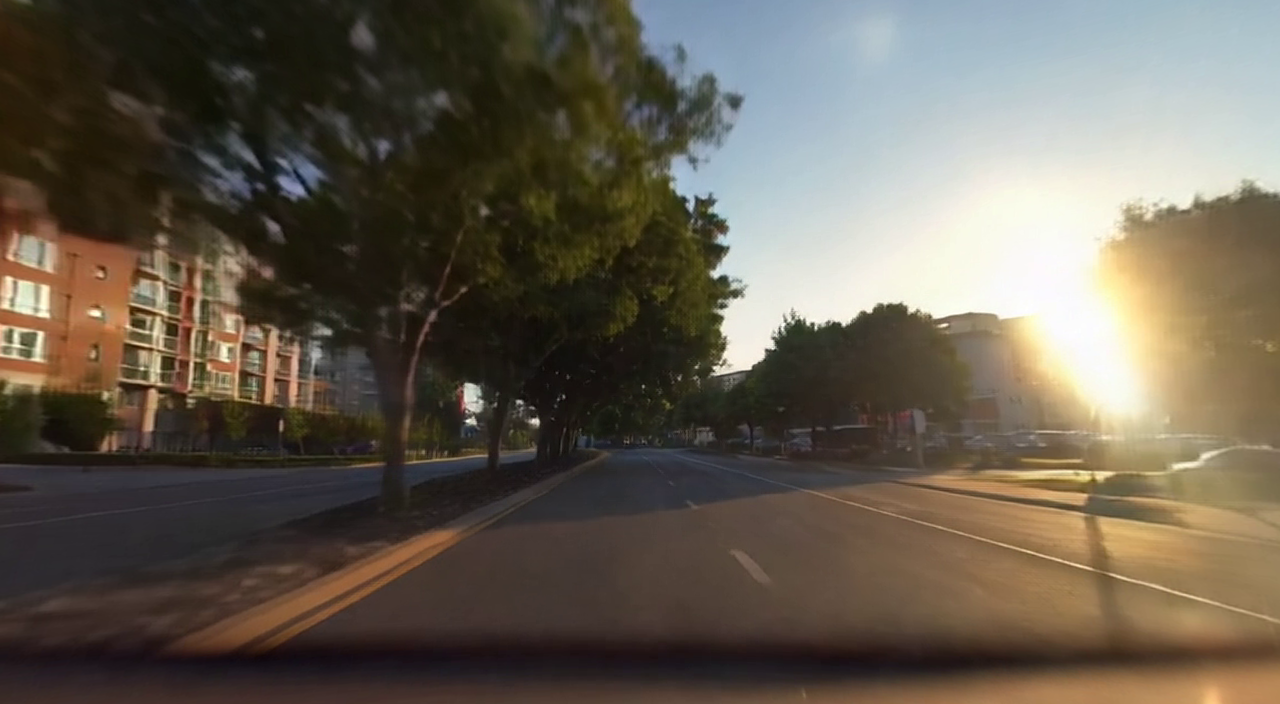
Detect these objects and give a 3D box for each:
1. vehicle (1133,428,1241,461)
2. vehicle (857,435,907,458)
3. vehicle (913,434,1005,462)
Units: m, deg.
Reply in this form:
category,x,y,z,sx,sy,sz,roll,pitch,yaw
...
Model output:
category,x,y,z,sx,sy,sz,roll,pitch,yaw
vehicle,29.256,4.949,33.857,4.279,1.648,1.982,1,-9,-10
vehicle,18.725,7.353,49.016,1.947,1.667,4.347,0,-8,-3
vehicle,20.164,6.068,40.094,4.661,1.710,2.127,0,-8,-1
